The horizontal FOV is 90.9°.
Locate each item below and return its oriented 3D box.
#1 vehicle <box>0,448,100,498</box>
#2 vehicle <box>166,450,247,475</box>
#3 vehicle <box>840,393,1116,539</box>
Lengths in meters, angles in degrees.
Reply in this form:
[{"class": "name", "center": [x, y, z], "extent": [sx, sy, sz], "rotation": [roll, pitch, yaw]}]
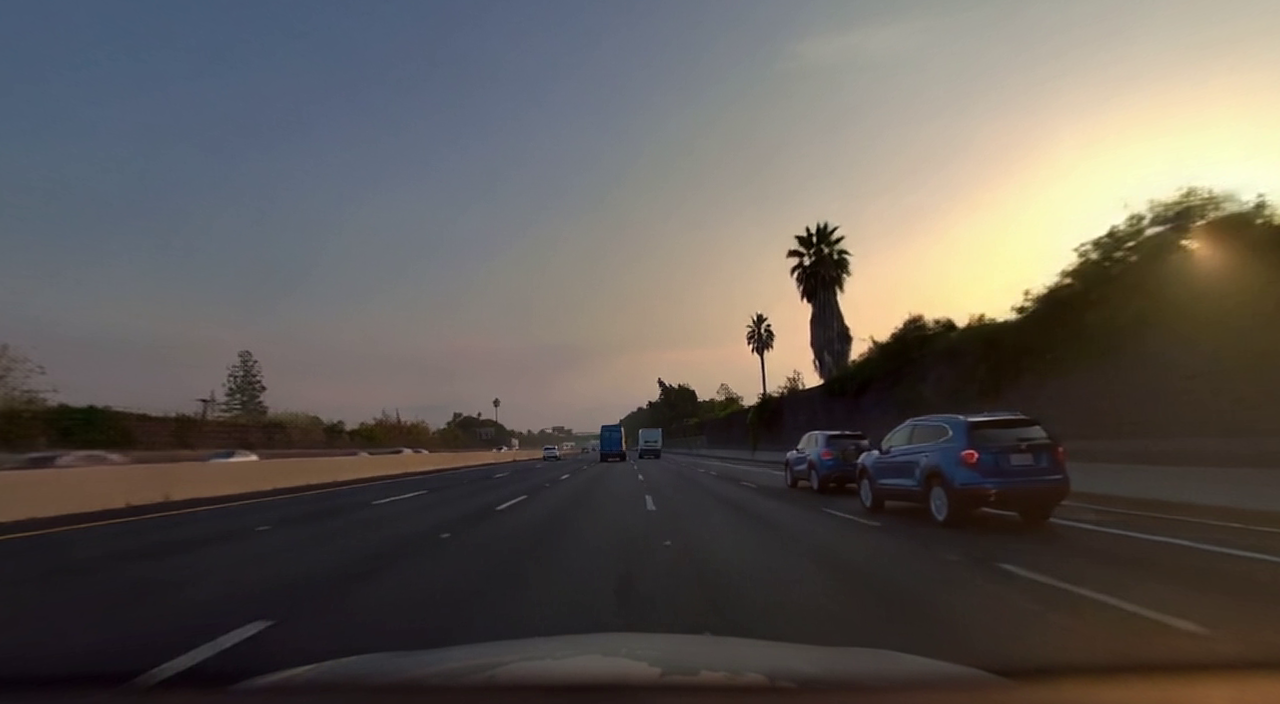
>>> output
[{"class": "vehicle", "center": [-19.015, 3.693, 19.606], "extent": [1.485, 1.388, 3.361], "rotation": [0, -8, -1]}, {"class": "vehicle", "center": [-31.124, 7.928, 45.489], "extent": [2.111, 1.620, 5.359], "rotation": [0, -8, -1]}, {"class": "vehicle", "center": [5.977, 2.095, 12.213], "extent": [2.408, 2.210, 4.999], "rotation": [0, -8, -2]}]
